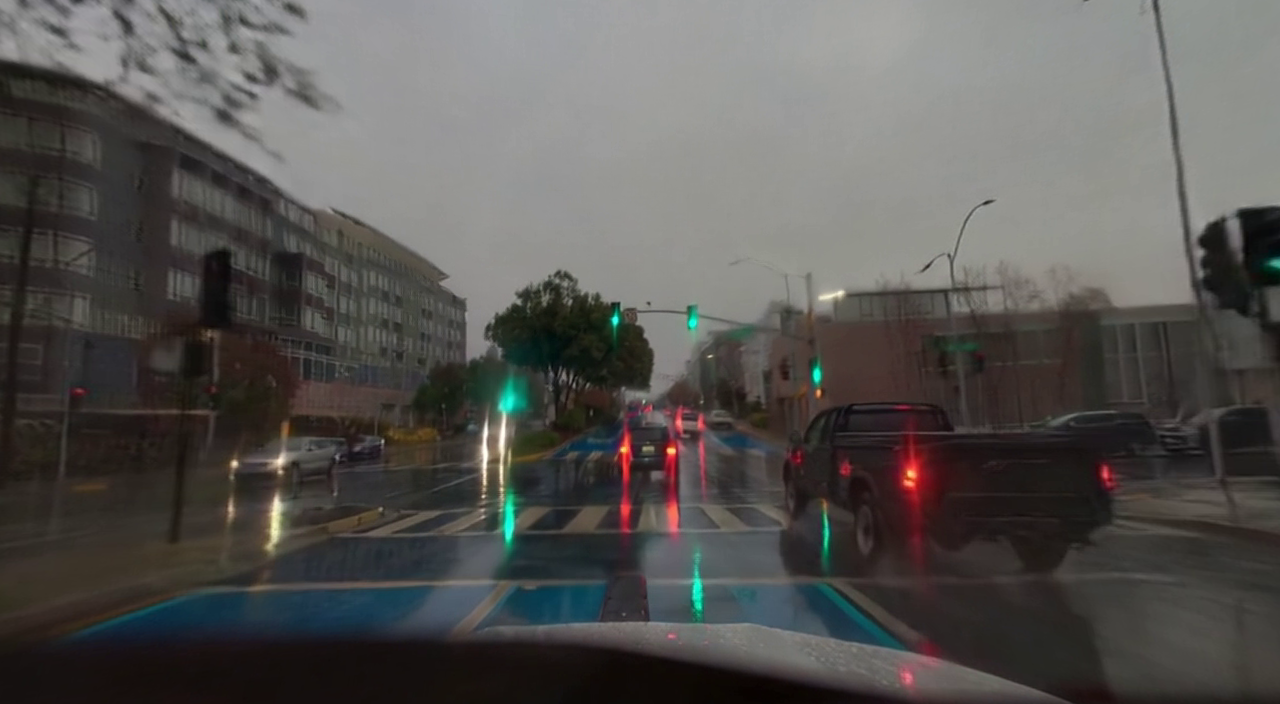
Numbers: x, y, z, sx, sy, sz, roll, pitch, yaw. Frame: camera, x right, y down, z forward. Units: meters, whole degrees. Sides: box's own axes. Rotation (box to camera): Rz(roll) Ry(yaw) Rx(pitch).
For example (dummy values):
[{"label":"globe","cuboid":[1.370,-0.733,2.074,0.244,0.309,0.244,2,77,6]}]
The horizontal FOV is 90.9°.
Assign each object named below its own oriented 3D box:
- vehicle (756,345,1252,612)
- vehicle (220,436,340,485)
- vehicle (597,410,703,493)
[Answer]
[{"label":"vehicle","cuboid":[3.392,1.439,8.137,2.487,2.048,6.443,0,-9,-1]},{"label":"vehicle","cuboid":[-13.545,4.093,24.098,2.062,1.697,4.321,0,-9,0]},{"label":"vehicle","cuboid":[0.187,2.464,15.801,2.283,1.773,4.255,0,-9,-1]}]
